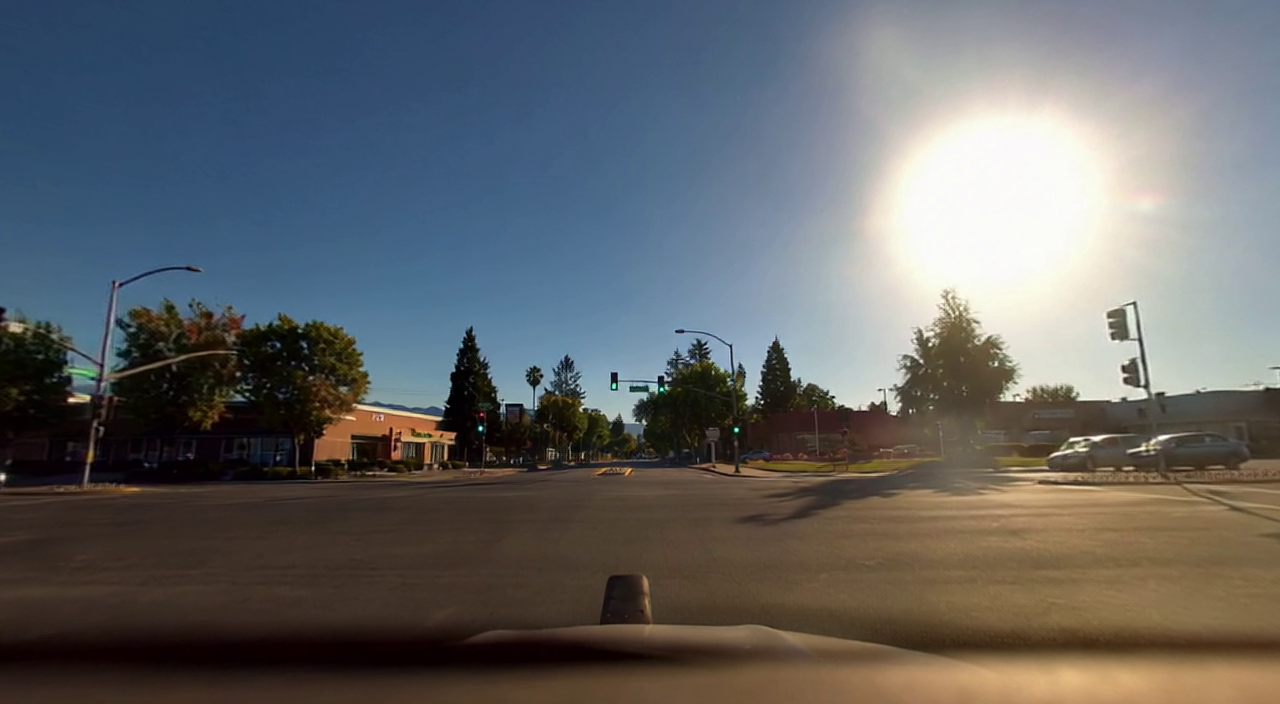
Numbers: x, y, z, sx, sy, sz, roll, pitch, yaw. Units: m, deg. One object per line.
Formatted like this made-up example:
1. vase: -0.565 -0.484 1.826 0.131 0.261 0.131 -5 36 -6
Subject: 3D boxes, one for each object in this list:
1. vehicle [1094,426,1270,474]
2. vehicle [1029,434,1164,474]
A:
1. vehicle: 18.762 3.408 21.988 4.288 1.600 1.927 0 -8 1
2. vehicle: 20.397 4.559 28.335 4.483 1.691 1.949 0 -8 0
